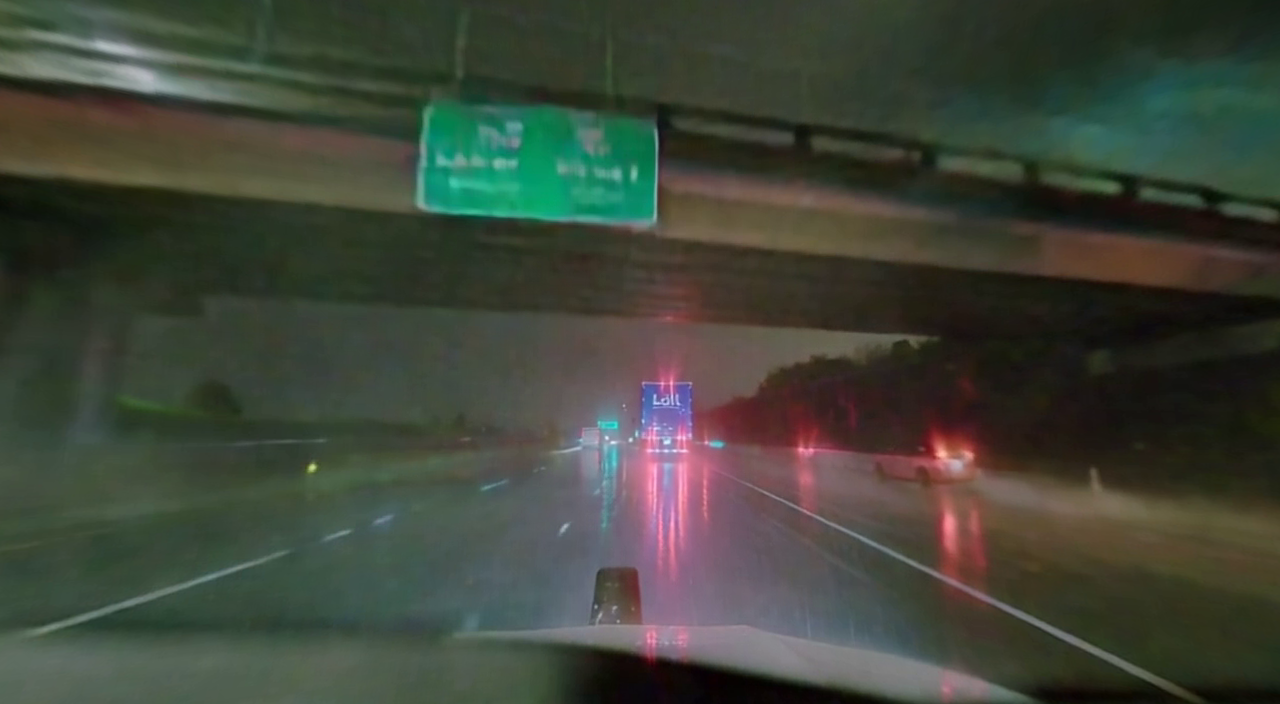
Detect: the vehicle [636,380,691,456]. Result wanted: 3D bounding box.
[{"bbox_3d":[1.381,4.681,42.513,3.034,4.194,14.704,0,-8,1],"label":"vehicle"}]
